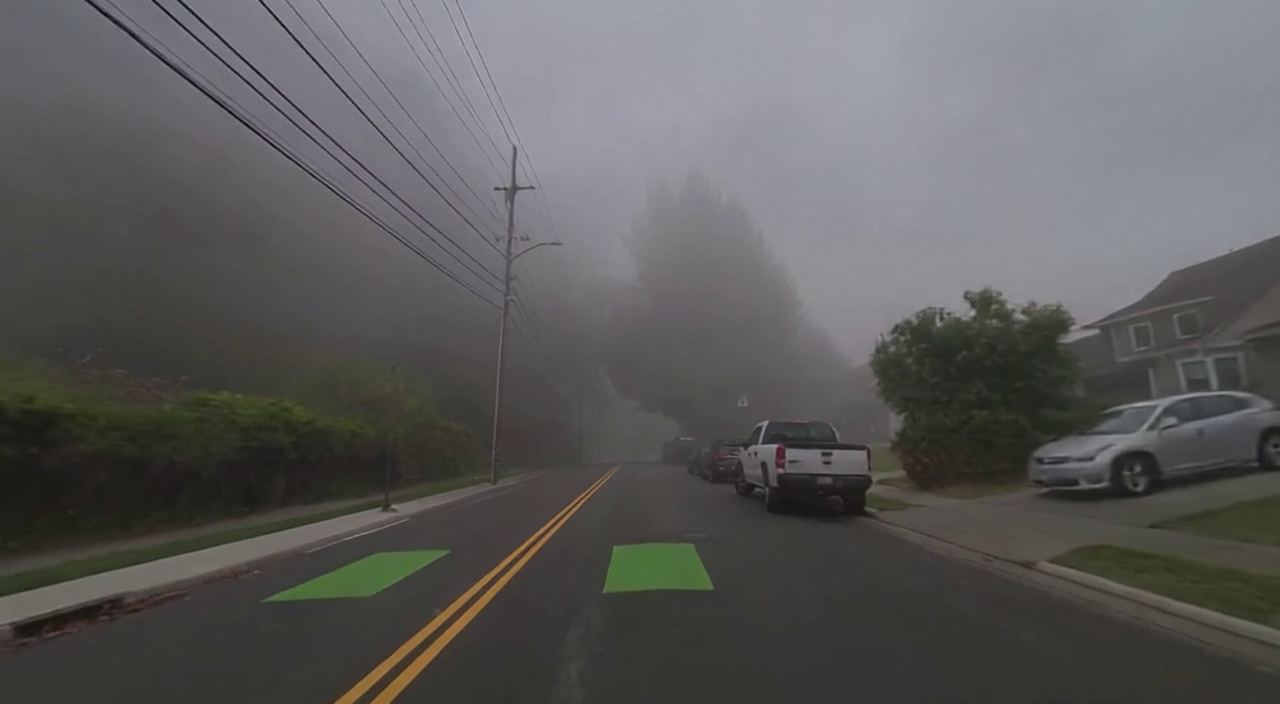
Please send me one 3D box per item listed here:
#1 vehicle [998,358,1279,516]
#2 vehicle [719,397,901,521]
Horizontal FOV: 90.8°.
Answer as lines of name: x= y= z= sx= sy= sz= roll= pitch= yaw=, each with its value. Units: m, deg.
vehicle: x=8.682 y=1.276 z=10.172 sx=4.418 sy=1.648 sz=2.017 roll=-11 pitch=-8 yaw=-2
vehicle: x=3.224 y=2.227 z=13.576 sx=2.347 sy=2.070 sz=5.735 roll=0 pitch=-9 yaw=0
